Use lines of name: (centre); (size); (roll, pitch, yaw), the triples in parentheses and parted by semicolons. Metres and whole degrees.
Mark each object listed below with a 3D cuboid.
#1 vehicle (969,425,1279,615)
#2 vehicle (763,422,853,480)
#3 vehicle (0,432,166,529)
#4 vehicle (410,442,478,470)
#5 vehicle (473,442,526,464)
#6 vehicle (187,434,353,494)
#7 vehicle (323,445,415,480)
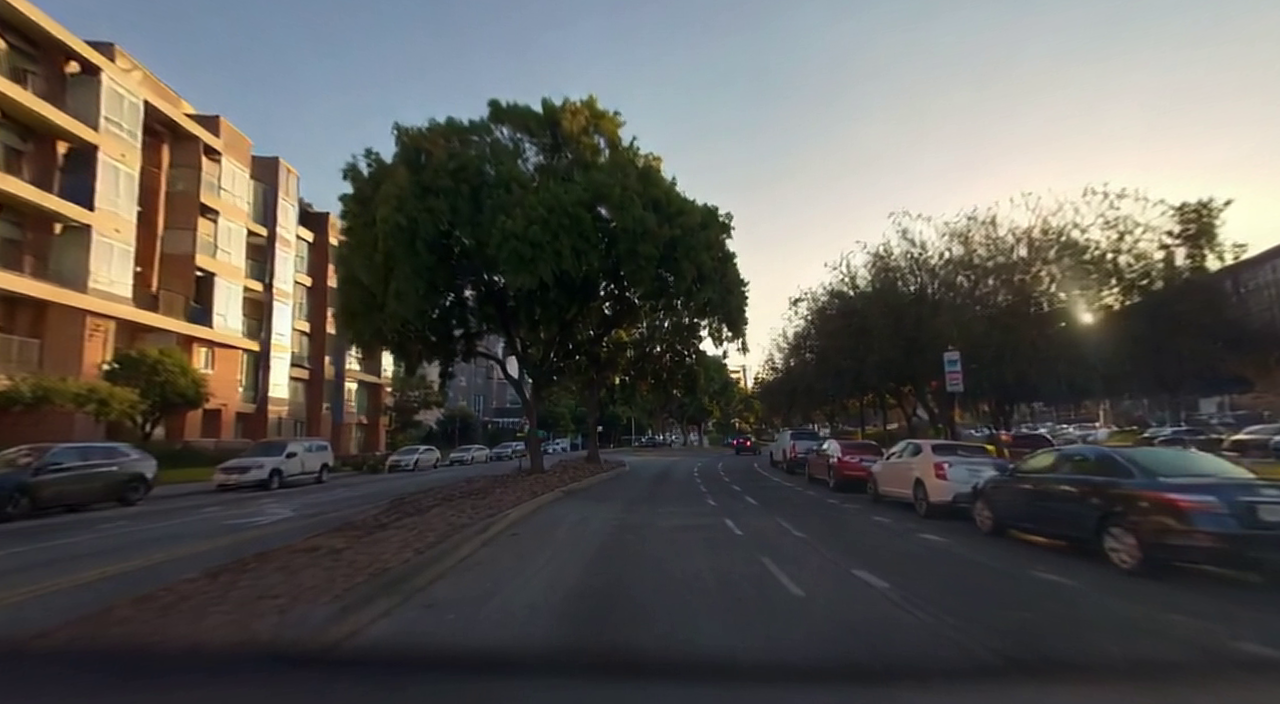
vehicle: (5.978, 1.664, 7.324); (1.947, 1.487, 4.549); (0, -8, 1)
vehicle: (6.222, 3.749, 24.194); (2.382, 1.938, 5.570); (-1, -8, 5)
vehicle: (-13.260, 2.736, 13.996); (2.001, 1.836, 4.471); (0, -8, -1)
vehicle: (-11.316, 6.021, 36.804); (1.873, 1.467, 4.644); (-1, -8, 9)
vehicle: (-9.927, 7.138, 44.915); (1.876, 1.465, 4.681); (-2, -8, 12)
vehicle: (-13.025, 3.960, 22.879); (2.137, 1.835, 5.833); (-1, -8, 4)
vehicle: (-12.368, 5.034, 29.248); (1.829, 1.449, 4.713); (-1, -8, 5)
